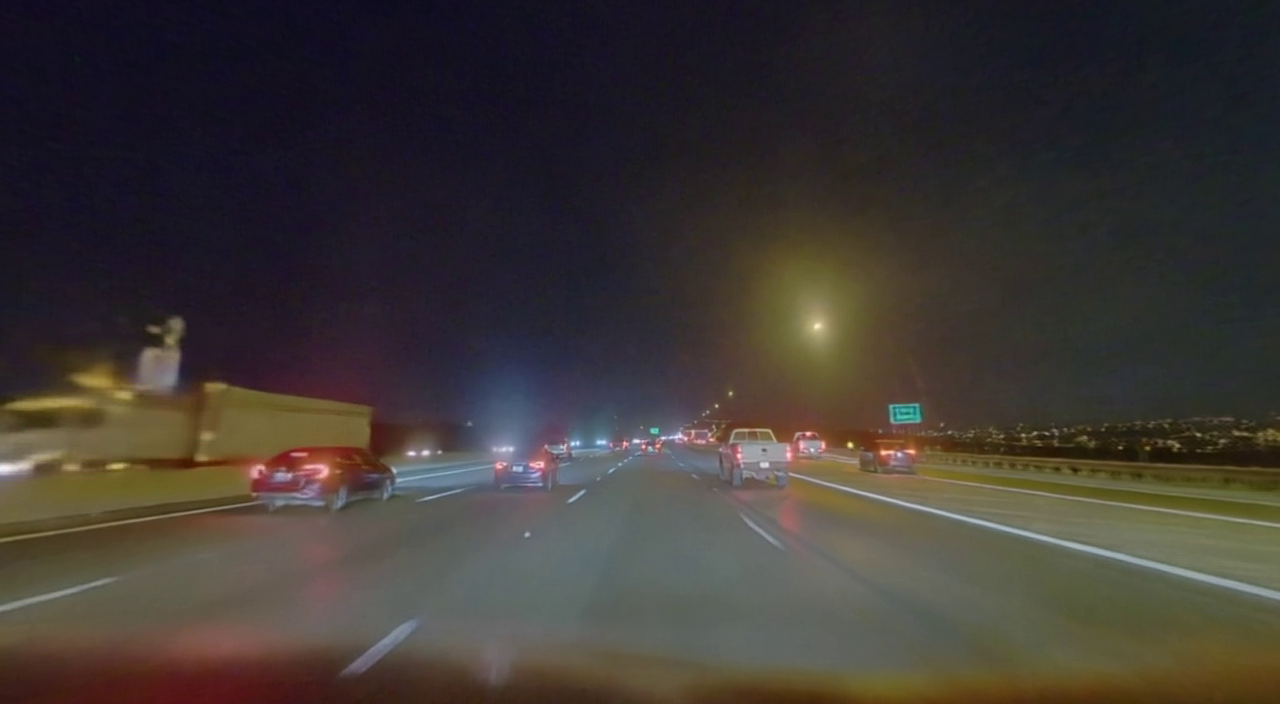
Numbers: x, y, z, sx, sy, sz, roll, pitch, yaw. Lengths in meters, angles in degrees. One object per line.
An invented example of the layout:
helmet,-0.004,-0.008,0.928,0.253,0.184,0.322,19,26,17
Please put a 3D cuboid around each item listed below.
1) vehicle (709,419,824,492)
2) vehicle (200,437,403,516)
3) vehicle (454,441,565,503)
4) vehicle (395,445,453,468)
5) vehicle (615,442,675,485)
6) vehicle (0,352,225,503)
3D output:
vehicle,4.112,3.595,22.074,2.802,2.151,6.579,0,-9,1
vehicle,-7.435,2.772,14.514,2.065,1.519,4.491,0,-9,1
vehicle,-3.444,3.263,17.600,1.996,1.488,4.451,0,-9,2
vehicle,-15.502,7.535,45.571,2.287,1.546,4.741,-1,-9,3
vehicle,0.226,4.213,24.086,2.071,1.478,4.130,0,-9,1
vehicle,-16.323,2.327,18.536,2.900,3.555,7.278,0,-9,2
